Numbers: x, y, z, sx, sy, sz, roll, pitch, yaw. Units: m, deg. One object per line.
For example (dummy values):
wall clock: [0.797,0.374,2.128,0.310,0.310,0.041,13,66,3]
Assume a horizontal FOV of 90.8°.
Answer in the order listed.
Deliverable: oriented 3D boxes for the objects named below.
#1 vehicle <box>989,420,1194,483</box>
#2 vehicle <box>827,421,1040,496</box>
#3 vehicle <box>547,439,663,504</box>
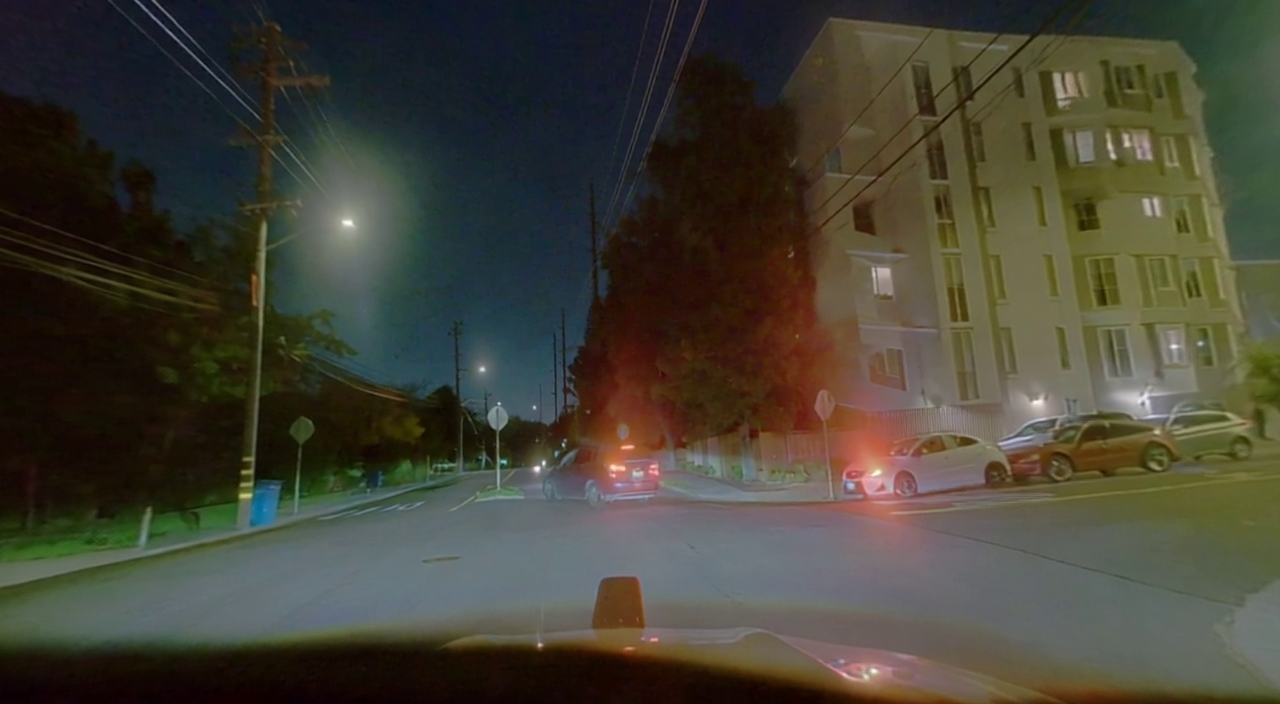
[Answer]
vehicle: [13.060,2.889,18.389,4.830,1.490,1.878,-1,-10,-11]
vehicle: [7.953,2.943,17.356,4.877,1.755,1.918,0,-12,-10]
vehicle: [-1.309,3.864,20.952,2.155,1.872,4.790,4,-10,-26]
